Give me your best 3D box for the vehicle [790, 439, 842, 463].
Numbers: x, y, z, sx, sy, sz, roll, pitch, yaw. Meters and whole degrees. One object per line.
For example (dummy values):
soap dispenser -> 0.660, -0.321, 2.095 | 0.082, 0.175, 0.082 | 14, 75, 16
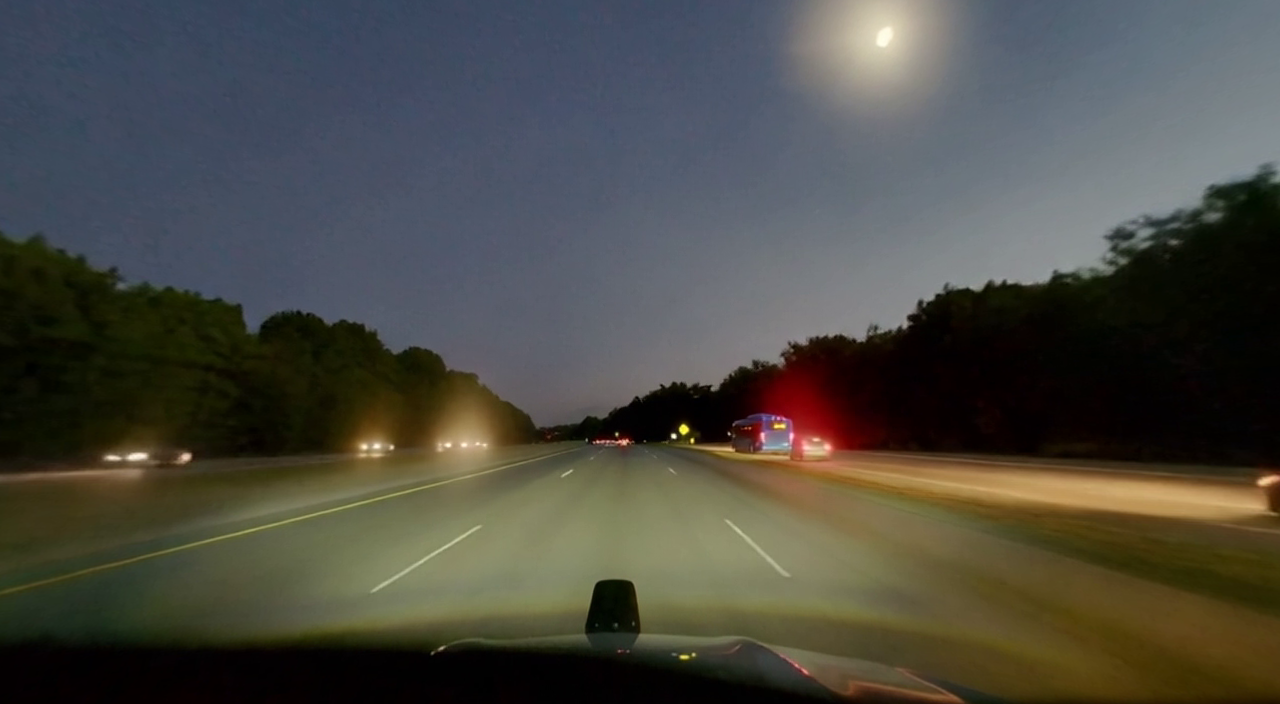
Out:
vehicle -> 10.648, 5.981, 38.323 | 1.866, 1.359, 4.218 | 0, -8, -2

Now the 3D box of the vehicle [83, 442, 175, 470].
vehicle -> -29.080, 5.916, 35.940 | 1.743, 1.429, 4.050 | 0, -8, 1
